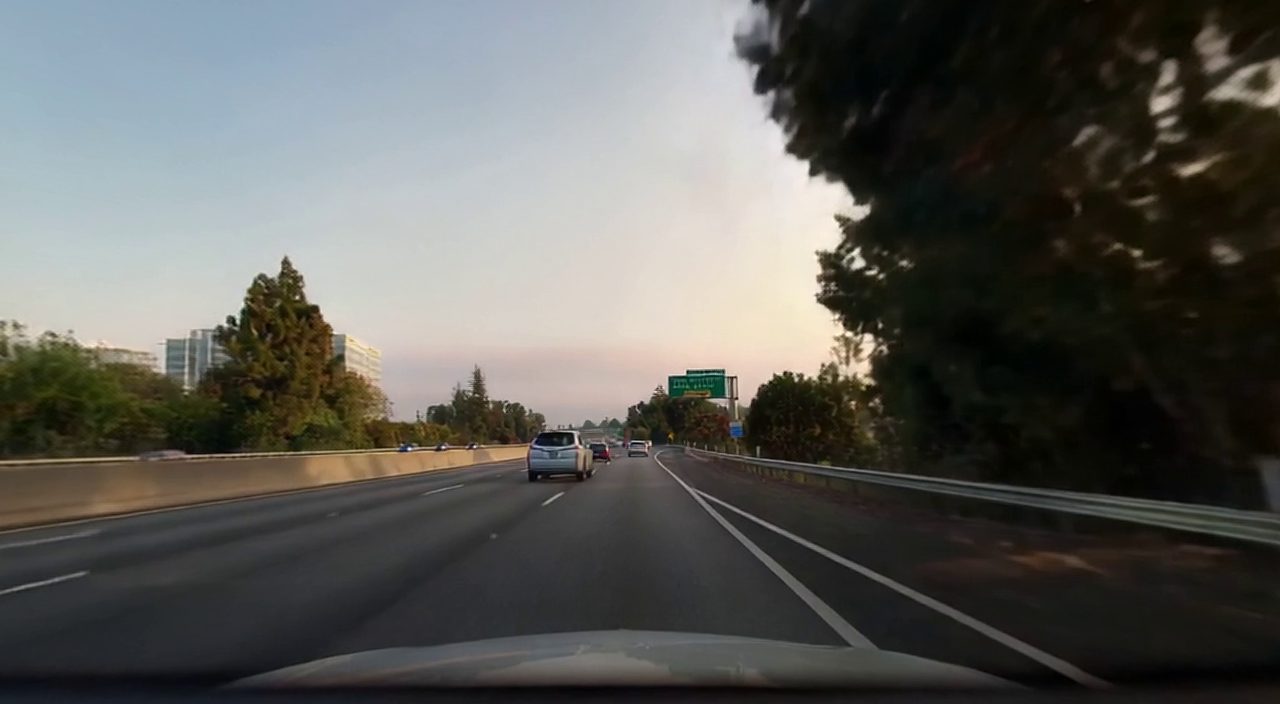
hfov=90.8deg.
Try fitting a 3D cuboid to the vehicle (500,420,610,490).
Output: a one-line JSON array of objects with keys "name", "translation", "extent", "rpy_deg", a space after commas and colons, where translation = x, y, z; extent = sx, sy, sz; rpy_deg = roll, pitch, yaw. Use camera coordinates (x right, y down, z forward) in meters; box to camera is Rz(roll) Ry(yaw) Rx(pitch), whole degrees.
[{"name": "vehicle", "translation": [-2.529, 3.313, 20.536], "extent": [2.497, 1.957, 5.432], "rpy_deg": [-1, -9, 3]}]

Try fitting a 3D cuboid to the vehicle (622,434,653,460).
[{"name": "vehicle", "translation": [-0.174, 7.321, 48.530], "extent": [2.306, 1.857, 4.657], "rpy_deg": [0, -9, 0]}]
